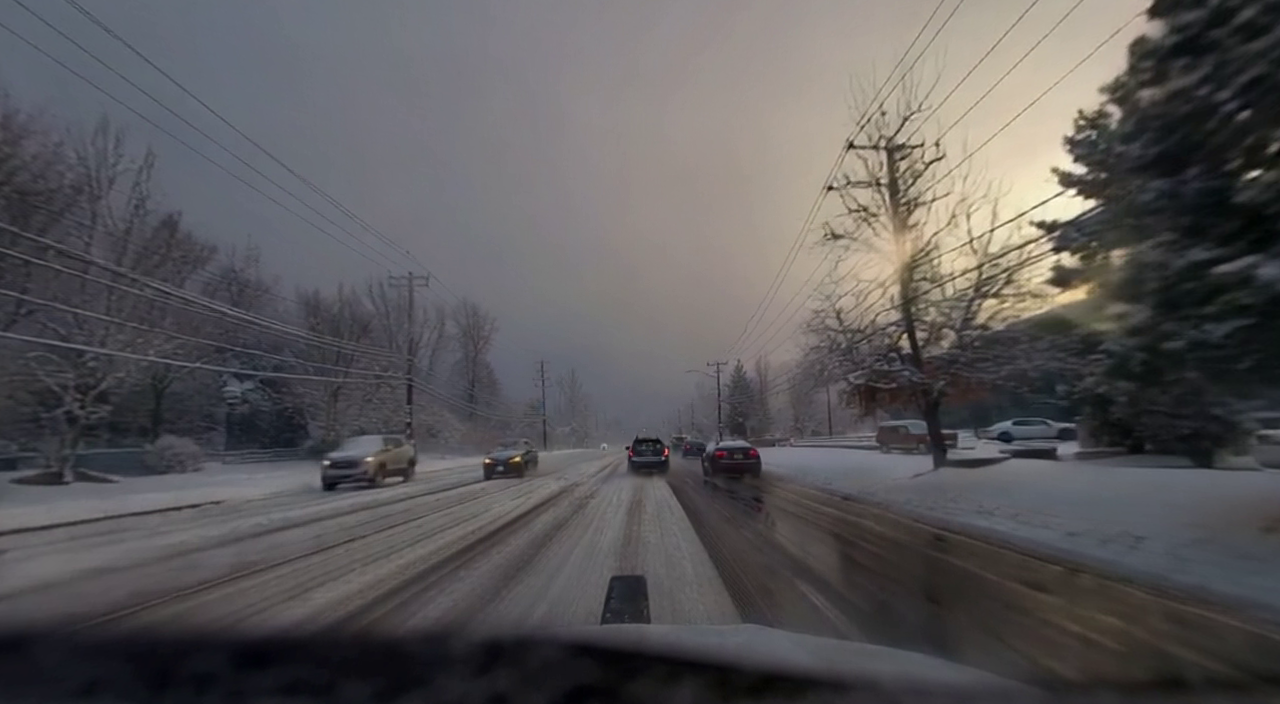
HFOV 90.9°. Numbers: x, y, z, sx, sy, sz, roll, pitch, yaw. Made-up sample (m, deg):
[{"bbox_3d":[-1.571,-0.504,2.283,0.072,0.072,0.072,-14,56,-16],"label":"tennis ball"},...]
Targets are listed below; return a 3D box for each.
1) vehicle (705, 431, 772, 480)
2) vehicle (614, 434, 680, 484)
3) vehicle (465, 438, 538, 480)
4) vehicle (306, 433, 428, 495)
[{"bbox_3d":[3.687,3.960,24.291,1.914,1.698,4.049,0,-8,0],"label":"vehicle"},{"bbox_3d":[0.263,3.867,23.173,2.200,1.653,4.127,0,-8,1],"label":"vehicle"},{"bbox_3d":[-6.041,4.731,28.180,2.187,1.711,4.505,0,-8,1],"label":"vehicle"},{"bbox_3d":[-9.521,3.917,22.454,2.109,1.826,4.704,-4,-9,2],"label":"vehicle"}]
